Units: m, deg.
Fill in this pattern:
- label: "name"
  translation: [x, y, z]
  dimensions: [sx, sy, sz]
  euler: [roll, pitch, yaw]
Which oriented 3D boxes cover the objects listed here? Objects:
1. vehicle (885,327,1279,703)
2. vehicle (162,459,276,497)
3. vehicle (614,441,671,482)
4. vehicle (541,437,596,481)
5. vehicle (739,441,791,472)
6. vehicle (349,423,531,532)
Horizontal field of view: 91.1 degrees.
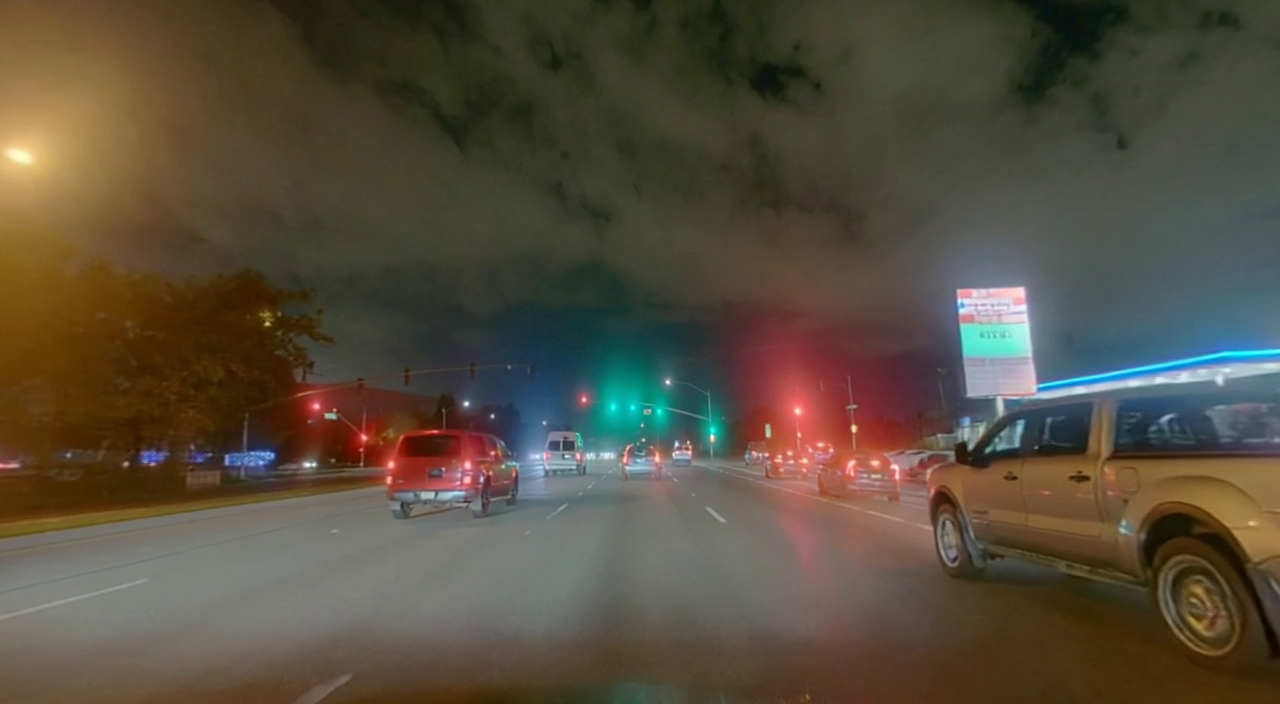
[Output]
- label: "vehicle"
  translation: [3.674, 1.046, 4.238]
  dimensions: [2.055, 1.786, 4.817]
  euler: [0, -9, 0]
- label: "vehicle"
  translation: [-19.734, 5.893, 29.771]
  dimensions: [2.324, 1.551, 4.965]
  euler: [1, -9, -6]
- label: "vehicle"
  translation: [0.096, 5.047, 29.427]
  dimensions: [2.426, 1.703, 5.602]
  euler: [0, -9, 0]
- label: "vehicle"
  translation: [-3.345, 5.124, 30.449]
  dimensions: [2.025, 1.936, 4.995]
  euler: [0, -9, 1]
- label: "vehicle"
  translation: [7.189, 6.047, 36.506]
  dimensions: [2.119, 1.696, 4.623]
  euler: [0, -9, 1]
- label: "vehicle"
  translation: [-3.714, 2.438, 12.856]
  dimensions: [2.002, 1.747, 5.173]
  euler: [0, -9, 0]
